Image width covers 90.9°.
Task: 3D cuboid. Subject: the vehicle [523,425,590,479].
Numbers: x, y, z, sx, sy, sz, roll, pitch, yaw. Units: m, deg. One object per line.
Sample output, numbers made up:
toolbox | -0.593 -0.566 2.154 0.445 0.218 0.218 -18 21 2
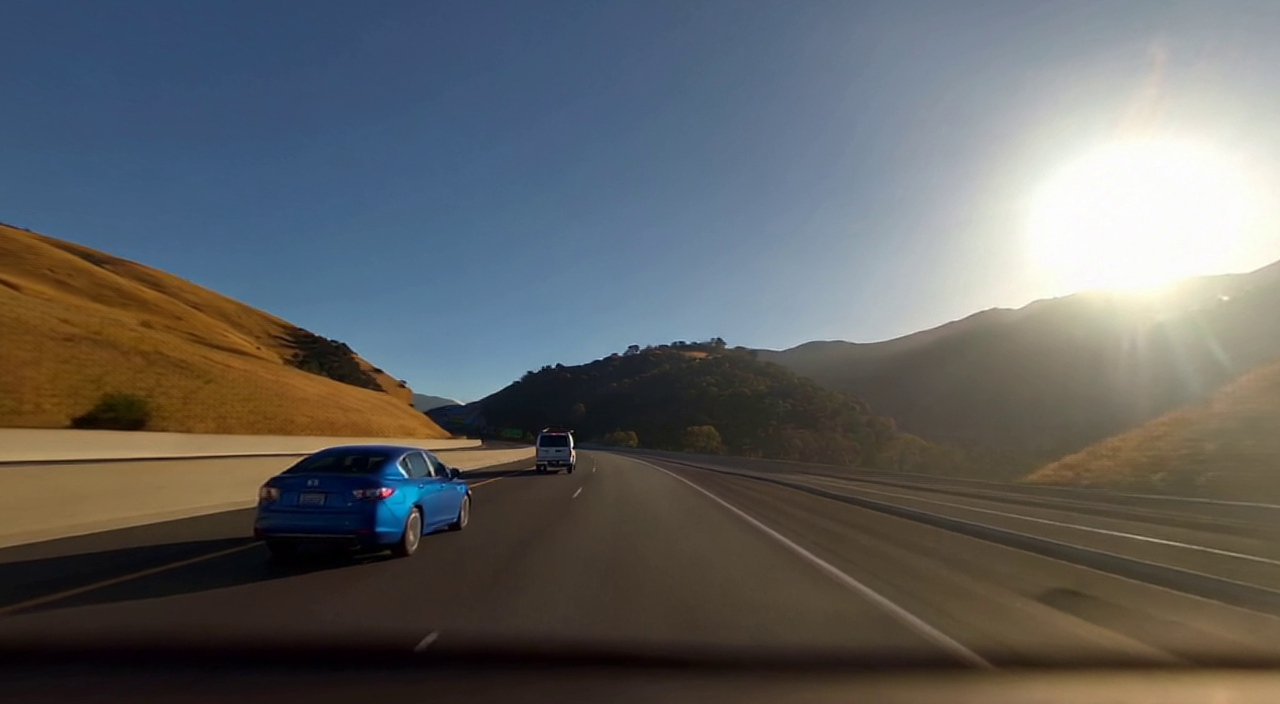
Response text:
vehicle | -3.707 4.583 29.103 2.444 2.204 5.568 0 -9 -1

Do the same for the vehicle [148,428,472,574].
vehicle | -4.073 1.908 8.945 2.097 1.511 4.585 0 -9 0
